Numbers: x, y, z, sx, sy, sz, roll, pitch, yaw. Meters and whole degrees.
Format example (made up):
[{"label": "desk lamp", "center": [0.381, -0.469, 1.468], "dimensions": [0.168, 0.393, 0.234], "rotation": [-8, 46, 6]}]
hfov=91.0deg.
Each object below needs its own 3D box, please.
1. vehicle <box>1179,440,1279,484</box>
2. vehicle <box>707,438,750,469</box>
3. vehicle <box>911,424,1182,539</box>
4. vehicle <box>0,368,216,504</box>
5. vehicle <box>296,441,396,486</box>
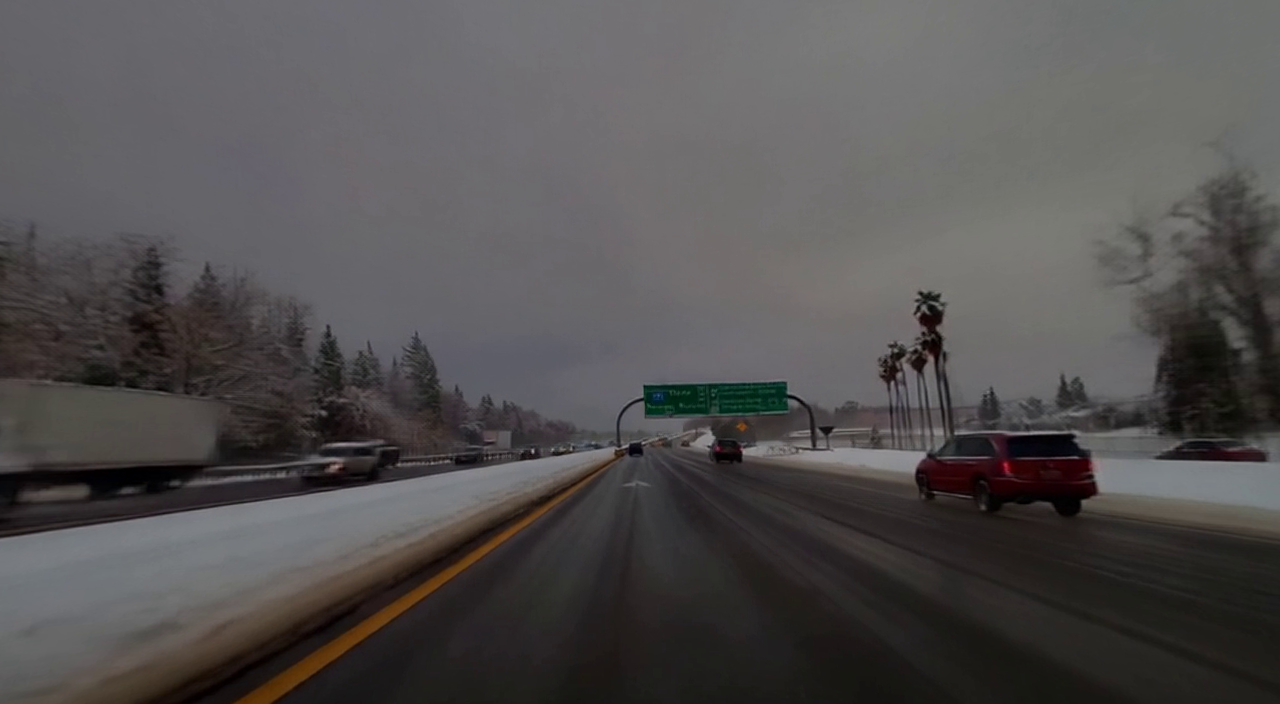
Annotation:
[{"label": "vehicle", "center": [25.110, 4.478, 25.929], "dimensions": [1.887, 1.642, 4.592], "rotation": [0, -8, 3]}, {"label": "vehicle", "center": [5.235, 6.067, 37.703], "dimensions": [2.035, 1.704, 3.867], "rotation": [0, -8, 0]}, {"label": "vehicle", "center": [6.811, 2.192, 11.298], "dimensions": [1.902, 1.623, 4.360], "rotation": [0, -8, -1]}, {"label": "vehicle", "center": [-19.755, 3.029, 22.144], "dimensions": [2.957, 3.852, 9.397], "rotation": [0, -8, 1]}, {"label": "vehicle", "center": [-11.999, 4.543, 26.061], "dimensions": [1.960, 1.681, 4.480], "rotation": [0, -8, 0]}]
